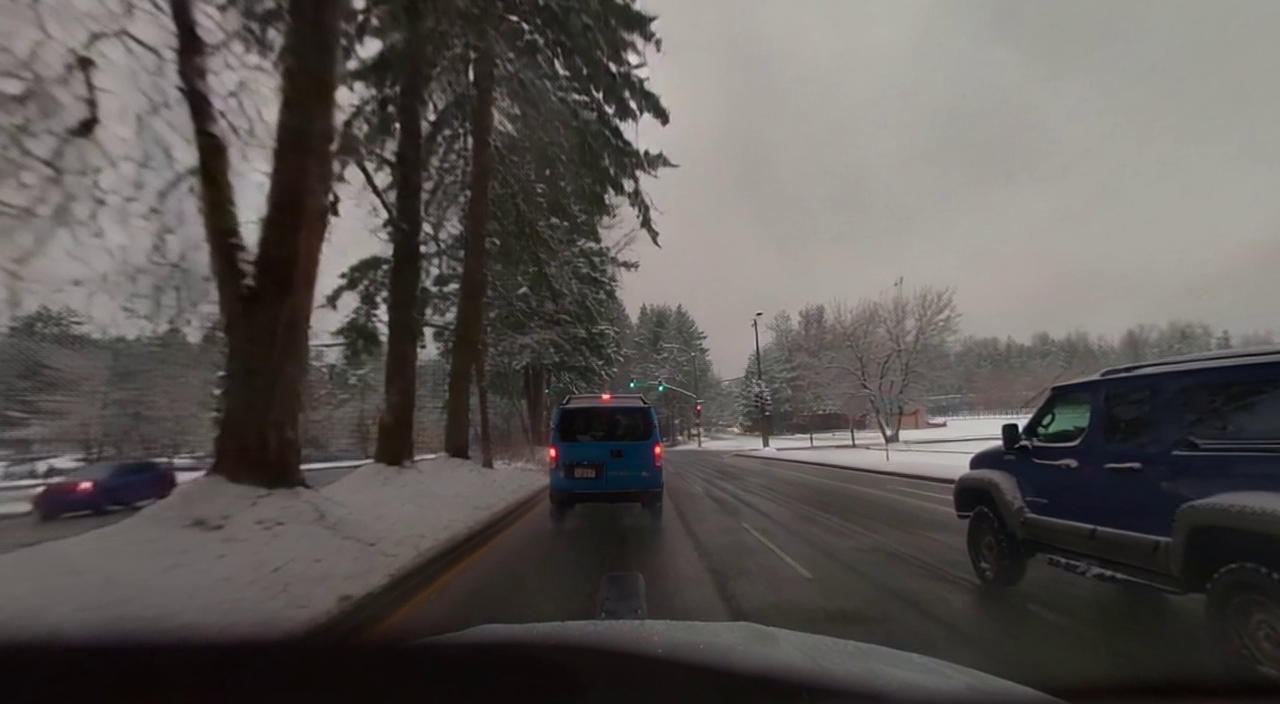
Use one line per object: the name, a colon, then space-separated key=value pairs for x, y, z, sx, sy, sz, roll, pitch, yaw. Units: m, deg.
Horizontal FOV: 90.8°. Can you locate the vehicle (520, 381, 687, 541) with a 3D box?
vehicle: x=-0.422 y=1.719 z=10.357 sx=2.145 sy=2.046 sz=4.309 roll=0 pitch=-9 yaw=1

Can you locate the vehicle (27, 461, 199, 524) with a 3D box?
vehicle: x=-15.121 y=3.994 z=18.503 sx=1.833 sy=1.504 sz=4.141 roll=1 pitch=-9 yaw=-8

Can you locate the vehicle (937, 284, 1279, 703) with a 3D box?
vehicle: x=3.682 y=0.806 z=3.612 sx=1.988 sy=1.873 sz=3.968 roll=0 pitch=-9 yaw=0

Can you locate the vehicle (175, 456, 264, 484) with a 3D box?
vehicle: x=-28.664 y=8.029 z=43.126 sx=4.857 sy=1.729 sz=2.029 roll=-1 pitch=-9 yaw=9
